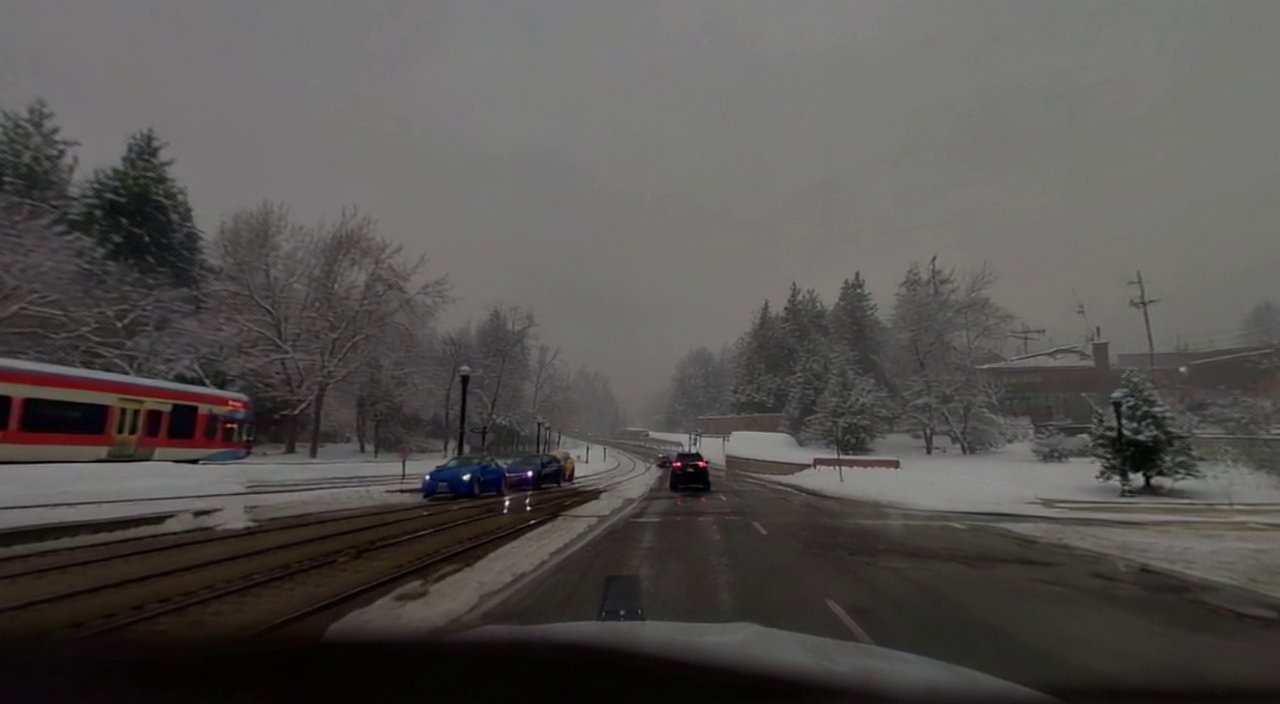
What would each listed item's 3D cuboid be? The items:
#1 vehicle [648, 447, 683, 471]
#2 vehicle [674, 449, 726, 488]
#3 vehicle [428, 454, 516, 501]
[{"bbox_3d":[1.924,8.350,49.451,2.010,1.725,4.320,1,-8,-8],"label":"vehicle"},{"bbox_3d":[2.937,5.830,31.952,2.263,1.765,4.237,0,-8,1],"label":"vehicle"},{"bbox_3d":[-6.270,4.739,24.201,2.042,1.531,4.403,-1,-8,2],"label":"vehicle"}]
